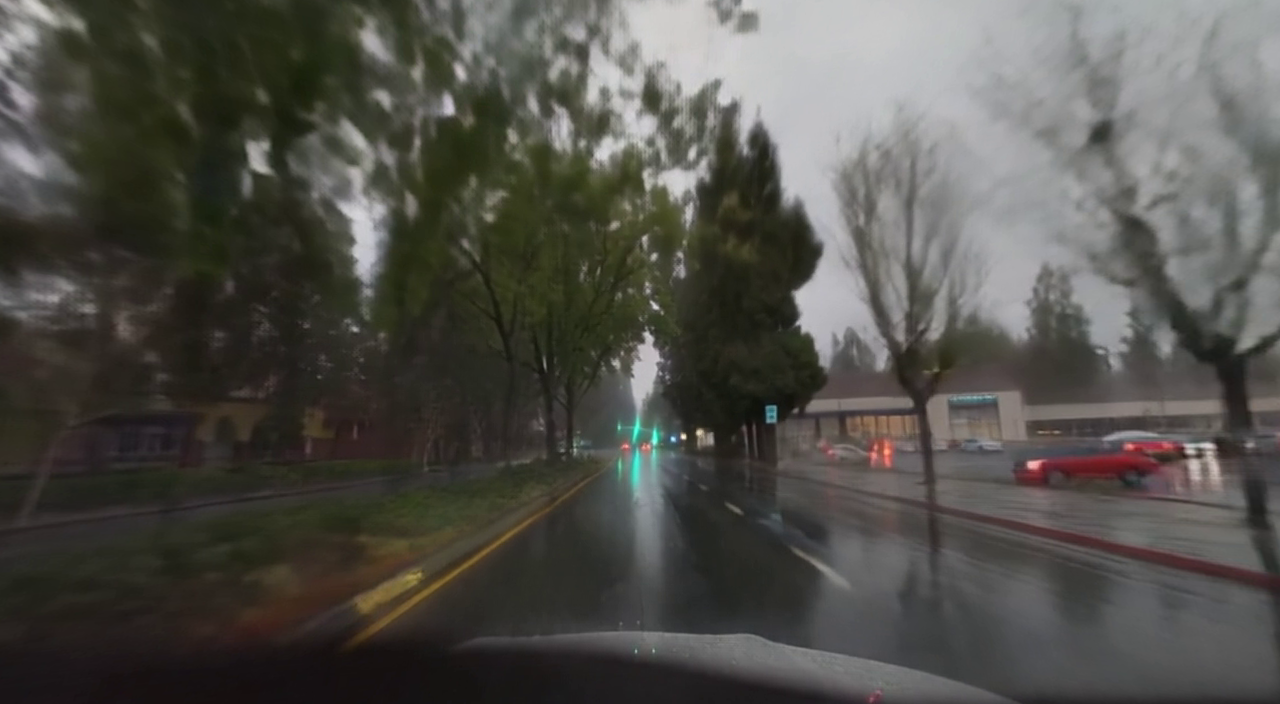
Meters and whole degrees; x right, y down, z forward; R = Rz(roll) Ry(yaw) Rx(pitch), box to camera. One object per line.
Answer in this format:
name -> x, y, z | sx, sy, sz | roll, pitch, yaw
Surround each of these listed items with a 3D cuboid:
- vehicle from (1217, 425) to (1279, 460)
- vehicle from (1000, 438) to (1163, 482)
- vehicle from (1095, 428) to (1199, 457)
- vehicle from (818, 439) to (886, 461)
vehicle -> 34.430, 4.908, 34.250 | 1.843, 1.774, 4.626 | 0, -8, 0
vehicle -> 16.757, 4.104, 24.184 | 4.665, 1.570, 2.080 | 0, -8, 0
vehicle -> 31.626, 5.701, 39.655 | 2.015, 1.681, 5.292 | 0, -8, -2
vehicle -> 16.112, 7.455, 48.108 | 4.421, 1.412, 1.949 | -2, -8, 0
